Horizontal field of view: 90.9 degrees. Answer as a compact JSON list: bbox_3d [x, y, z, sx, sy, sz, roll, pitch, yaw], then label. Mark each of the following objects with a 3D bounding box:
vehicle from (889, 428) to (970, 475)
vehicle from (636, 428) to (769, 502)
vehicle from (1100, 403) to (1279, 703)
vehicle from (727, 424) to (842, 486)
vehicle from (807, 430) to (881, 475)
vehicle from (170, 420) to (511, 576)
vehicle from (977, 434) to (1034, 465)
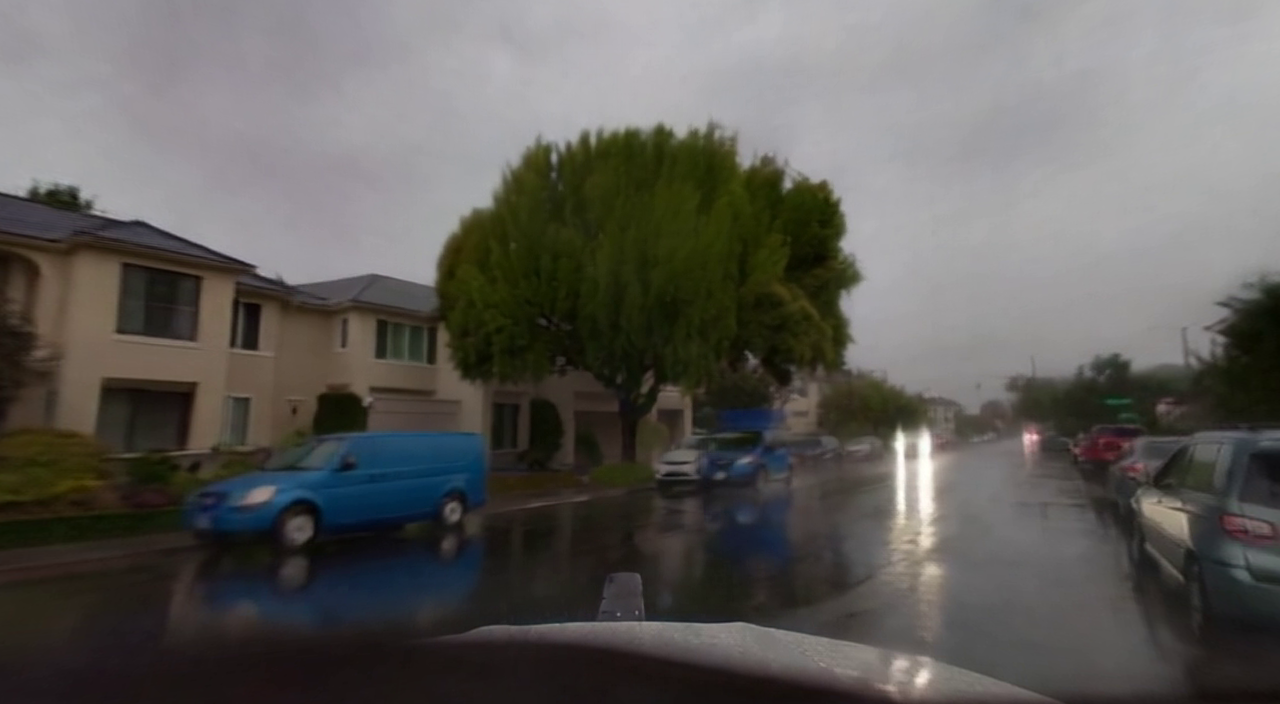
[{"bbox_3d":[11.573,3.896,25.030,1.959,1.670,4.255,-6,-10,37],"label":"vehicle"},{"bbox_3d":[1.699,2.744,15.911,1.828,1.488,3.785,-5,-7,32],"label":"vehicle"},{"bbox_3d":[4.750,1.178,4.393,2.008,1.507,4.226,-5,-9,31],"label":"vehicle"},{"bbox_3d":[4.815,3.283,20.487,1.872,1.670,4.428,-10,-11,35],"label":"vehicle"},{"bbox_3d":[8.175,3.953,25.052,1.734,1.549,3.465,-10,-11,33],"label":"vehicle"},{"bbox_3d":[-3.603,1.664,8.178,1.798,1.507,3.513,-4,-8,32],"label":"vehicle"},{"bbox_3d":[19.169,5.042,32.947,1.889,1.505,3.849,-7,-10,39],"label":"vehicle"}]
